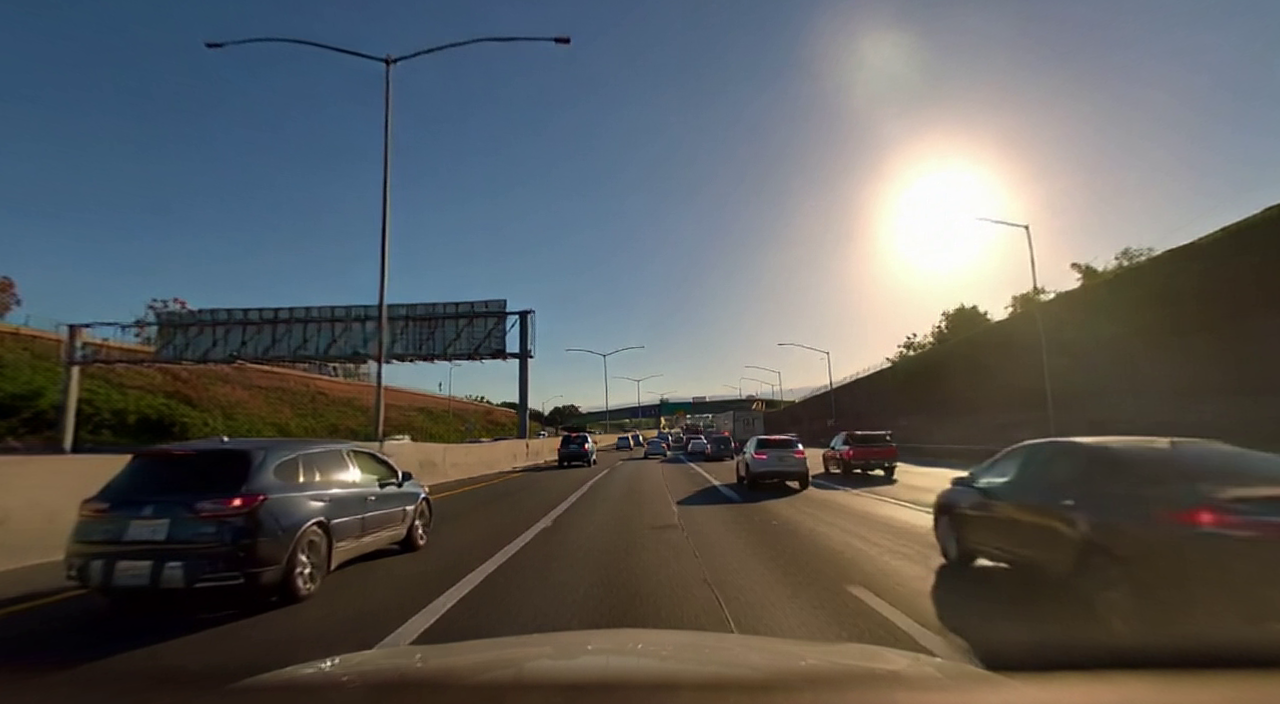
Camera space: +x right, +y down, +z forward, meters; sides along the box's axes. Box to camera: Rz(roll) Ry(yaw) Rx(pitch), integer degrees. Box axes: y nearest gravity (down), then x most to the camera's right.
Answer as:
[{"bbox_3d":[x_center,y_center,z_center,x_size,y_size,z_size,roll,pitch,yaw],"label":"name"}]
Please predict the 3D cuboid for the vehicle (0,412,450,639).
[{"bbox_3d":[-3.605,1.469,6.426,1.914,1.476,4.416,0,-8,1],"label":"vehicle"}]

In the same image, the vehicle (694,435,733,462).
[{"bbox_3d":[4.466,5.943,38.932,1.933,1.503,4.520,0,-8,0],"label":"vehicle"}]

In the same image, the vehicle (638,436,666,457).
[{"bbox_3d":[0.896,7.128,47.641,2.040,1.461,3.984,0,-8,1],"label":"vehicle"}]

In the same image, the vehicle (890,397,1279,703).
[{"bbox_3d":[3.820,1.219,4.658,1.999,1.482,4.743,0,-8,0],"label":"vehicle"}]

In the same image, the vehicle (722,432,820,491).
[{"bbox_3d":[3.649,3.120,18.324,1.933,1.492,4.125,0,-8,0],"label":"vehicle"}]

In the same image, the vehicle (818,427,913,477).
[{"bbox_3d":[8.531,3.824,24.326,1.987,1.726,4.515,0,-8,0],"label":"vehicle"}]

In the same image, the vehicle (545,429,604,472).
[{"bbox_3d":[-2.816,4.345,28.089,2.006,1.741,4.277,-1,-8,2],"label":"vehicle"}]
